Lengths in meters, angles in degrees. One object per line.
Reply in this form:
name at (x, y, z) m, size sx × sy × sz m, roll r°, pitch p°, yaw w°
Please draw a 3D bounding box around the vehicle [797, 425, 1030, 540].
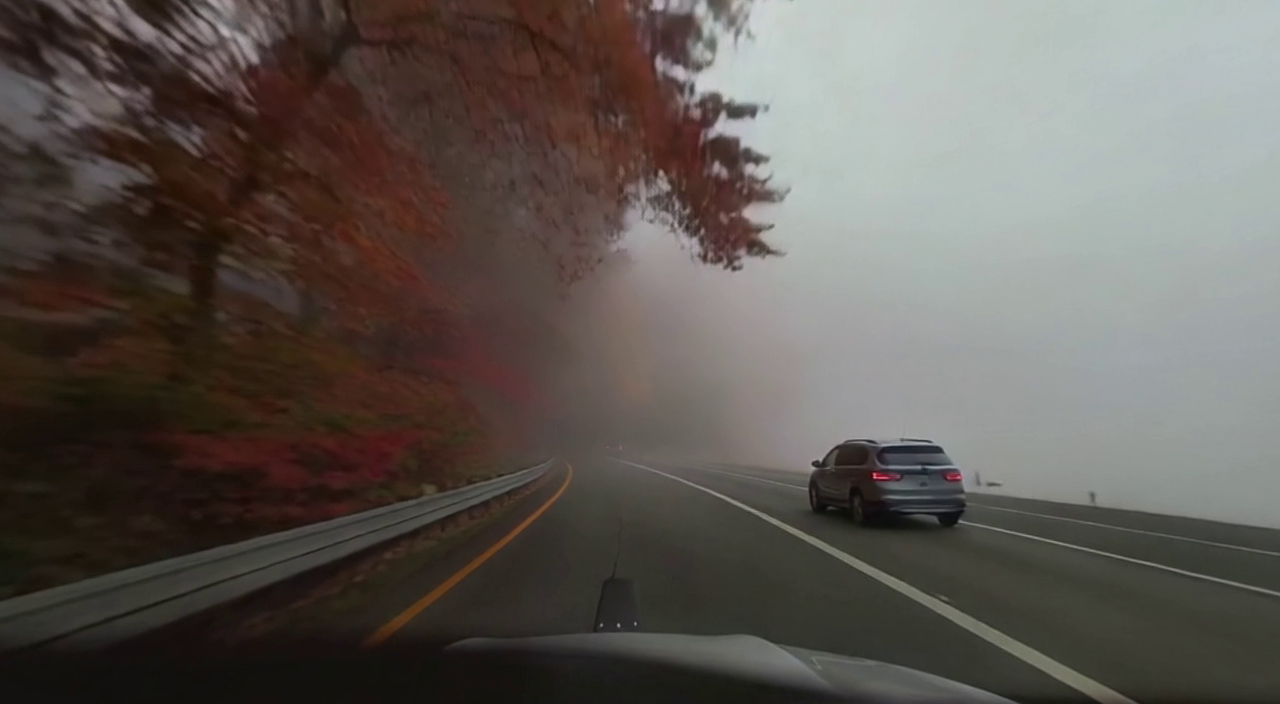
vehicle at (4.291, 2.114, 10.695) m, size 1.952 × 1.536 × 4.036 m, roll 0°, pitch -9°, yaw -3°
